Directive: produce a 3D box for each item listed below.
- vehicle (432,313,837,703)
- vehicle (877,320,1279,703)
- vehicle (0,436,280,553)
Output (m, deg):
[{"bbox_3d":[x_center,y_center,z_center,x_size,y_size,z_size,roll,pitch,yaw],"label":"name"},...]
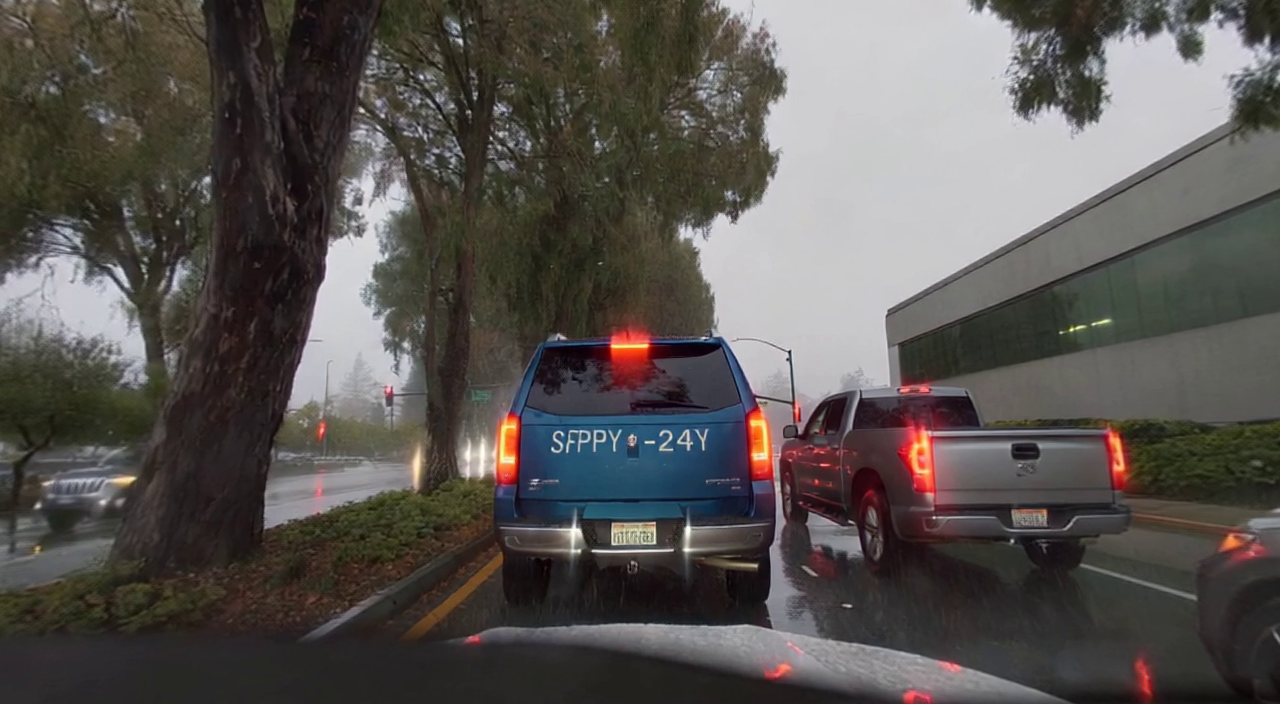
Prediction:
[{"bbox_3d":[0.025,1.264,5.832,2.267,2.372,4.366,0,-8,2],"label":"vehicle"},{"bbox_3d":[3.086,0.985,3.470,2.022,1.700,4.410,0,-8,3],"label":"vehicle"},{"bbox_3d":[-11.591,3.250,15.469,2.362,2.052,6.109,-4,-8,-4],"label":"vehicle"}]
